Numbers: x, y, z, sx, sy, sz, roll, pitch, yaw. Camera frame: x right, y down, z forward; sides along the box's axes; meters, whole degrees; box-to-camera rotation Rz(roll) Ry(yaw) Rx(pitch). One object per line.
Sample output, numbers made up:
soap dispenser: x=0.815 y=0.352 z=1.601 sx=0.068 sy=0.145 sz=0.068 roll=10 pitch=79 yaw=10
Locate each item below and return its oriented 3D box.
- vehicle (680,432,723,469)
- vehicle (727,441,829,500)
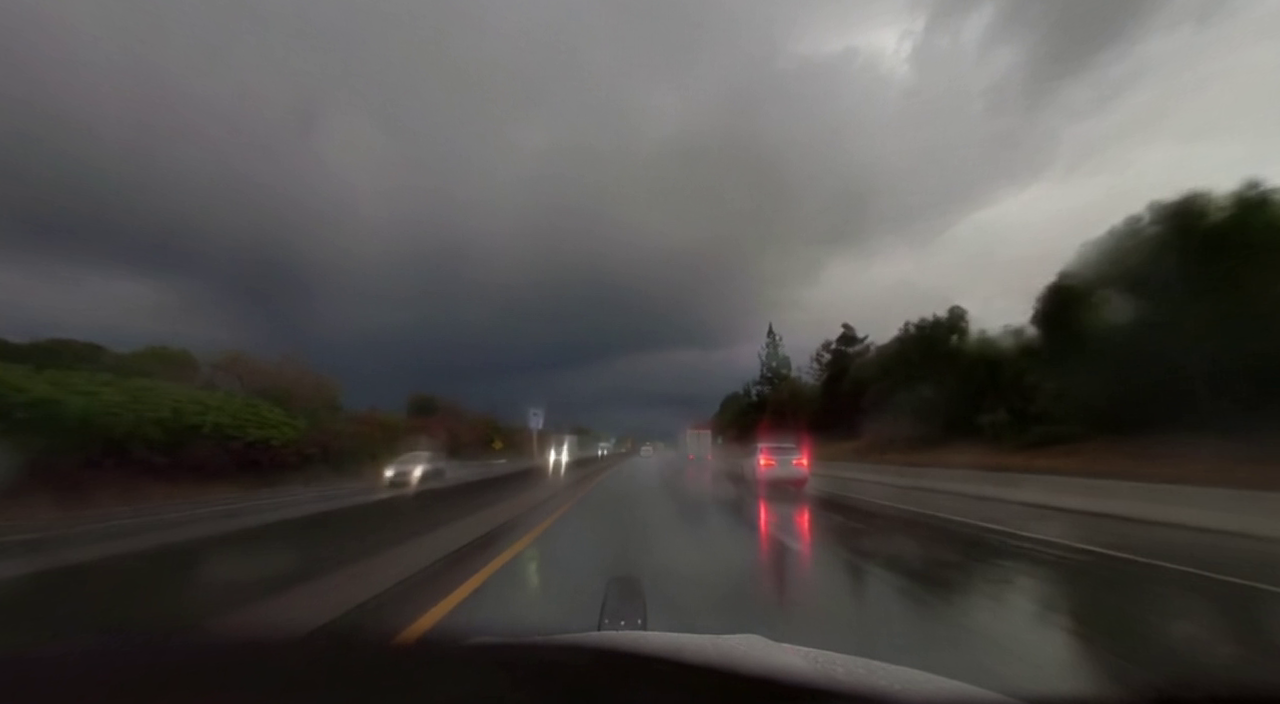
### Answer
vehicle: x=4.383 y=7.171 z=45.872 sx=2.423 sy=2.517 sz=5.055 roll=0 pitch=-9 yaw=-2
vehicle: x=3.945 y=3.442 z=18.735 sx=2.043 sy=1.542 sz=3.881 roll=0 pitch=-9 yaw=-1
